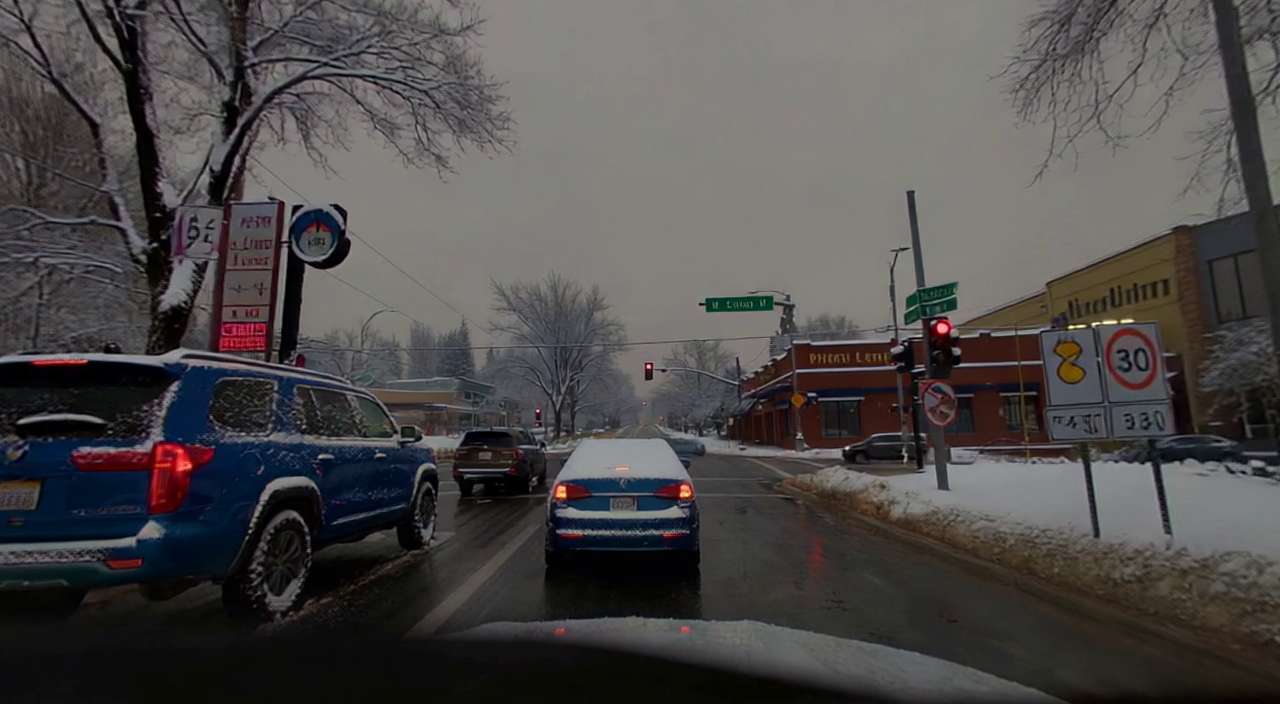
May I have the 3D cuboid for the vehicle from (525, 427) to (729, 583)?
[{"bbox_3d":[-0.161,1.787,8.192,1.966,1.481,4.146,0,-8,-1],"label":"vehicle"}]

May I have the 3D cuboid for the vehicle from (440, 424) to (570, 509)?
[{"bbox_3d":[-2.923,2.594,14.604,2.047,1.664,4.148,0,-8,1],"label":"vehicle"}]

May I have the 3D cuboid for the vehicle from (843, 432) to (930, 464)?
[{"bbox_3d":[13.866,5.445,35.562,4.116,1.719,2.069,-1,-9,6],"label":"vehicle"}]

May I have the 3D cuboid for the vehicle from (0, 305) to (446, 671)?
[{"bbox_3d":[-3.815,1.133,6.219,2.152,2.118,5.066,0,-8,0],"label":"vehicle"}]

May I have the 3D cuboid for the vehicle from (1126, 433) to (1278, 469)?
[{"bbox_3d":[25.358,4.486,28.495,1.845,1.476,4.809,6,-11,-40],"label":"vehicle"}]
